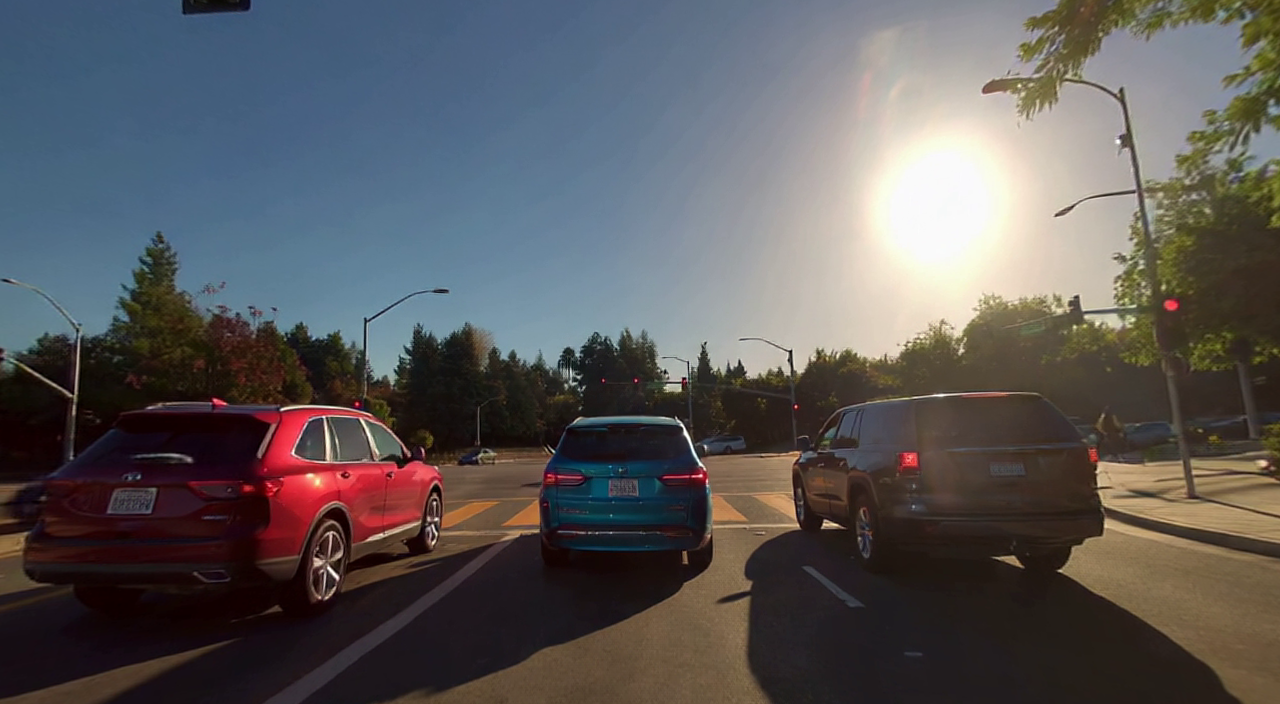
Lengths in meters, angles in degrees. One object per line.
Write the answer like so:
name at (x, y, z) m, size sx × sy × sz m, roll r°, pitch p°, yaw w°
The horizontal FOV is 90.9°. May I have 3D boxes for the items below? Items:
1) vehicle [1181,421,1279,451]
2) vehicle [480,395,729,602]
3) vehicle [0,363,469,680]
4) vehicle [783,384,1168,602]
vehicle at (32.798, 4.651, 34.757) m, size 4.175 × 1.634 × 1.877 m, roll 1°, pitch -8°, yaw -4°
vehicle at (-0.235, 1.513, 7.316) m, size 2.067 × 1.702 × 3.987 m, roll 0°, pitch -8°, yaw 2°
vehicle at (-3.273, 1.285, 5.895) m, size 2.047 × 1.810 × 4.414 m, roll 0°, pitch -8°, yaw 1°
vehicle at (3.272, 1.485, 7.509) m, size 2.083 × 1.779 × 4.532 m, roll 0°, pitch -8°, yaw 0°
